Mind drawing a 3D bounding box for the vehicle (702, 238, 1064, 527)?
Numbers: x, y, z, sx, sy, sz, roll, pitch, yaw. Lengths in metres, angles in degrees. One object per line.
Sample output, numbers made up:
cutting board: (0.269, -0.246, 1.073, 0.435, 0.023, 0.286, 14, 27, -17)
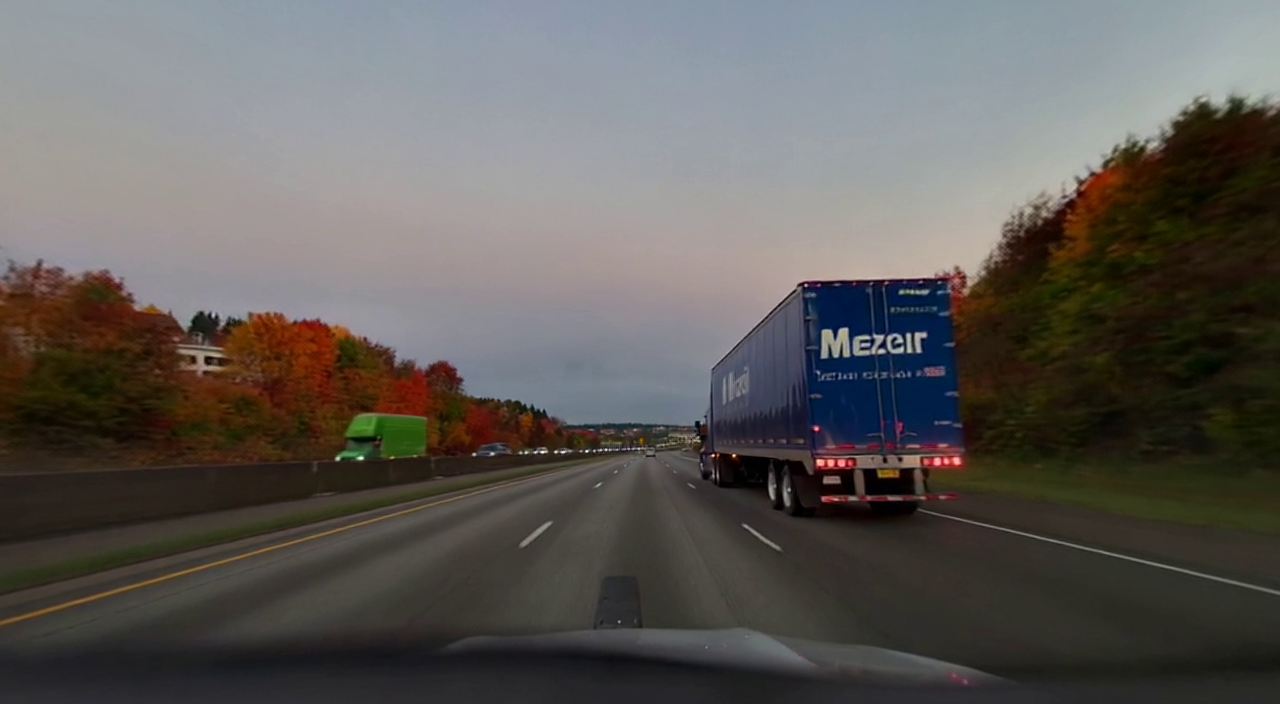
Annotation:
vehicle: (4.005, 1.620, 16.717, 3.003, 3.880, 16.814, 0, -9, 0)

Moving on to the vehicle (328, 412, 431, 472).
vehicle: (-19.284, 6.857, 47.454, 2.995, 4.004, 10.610, 0, -9, 1)
